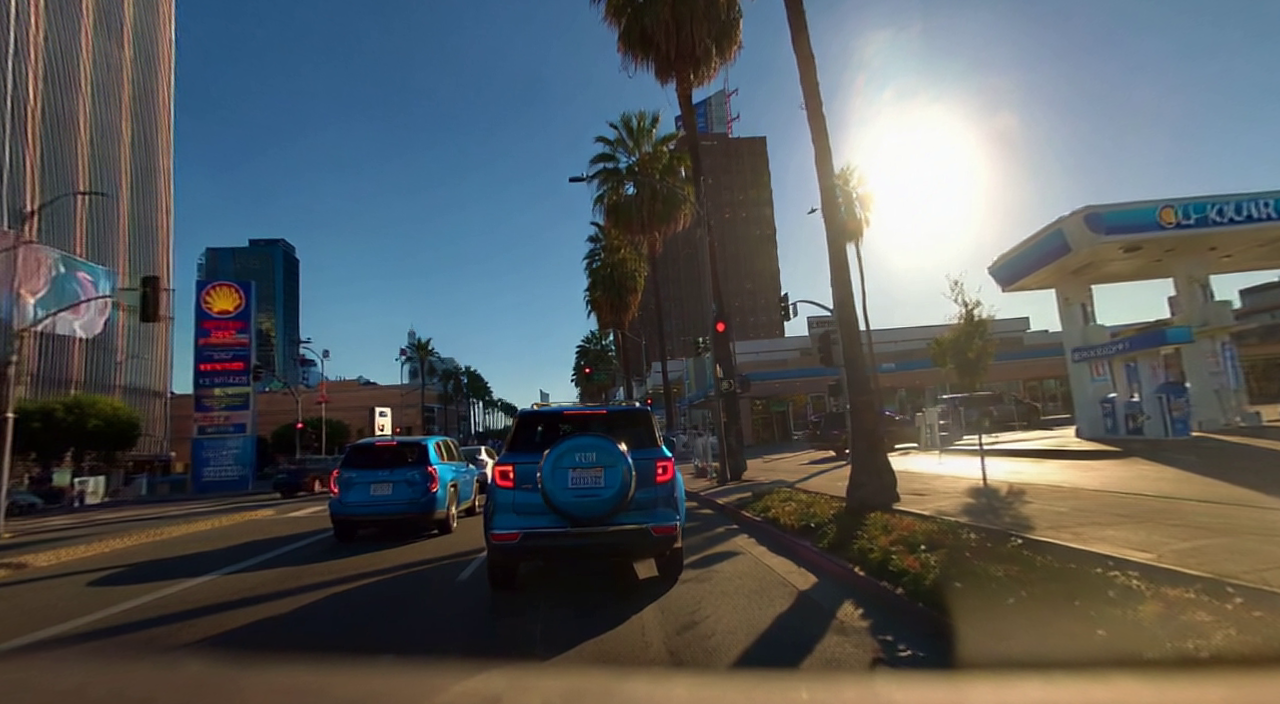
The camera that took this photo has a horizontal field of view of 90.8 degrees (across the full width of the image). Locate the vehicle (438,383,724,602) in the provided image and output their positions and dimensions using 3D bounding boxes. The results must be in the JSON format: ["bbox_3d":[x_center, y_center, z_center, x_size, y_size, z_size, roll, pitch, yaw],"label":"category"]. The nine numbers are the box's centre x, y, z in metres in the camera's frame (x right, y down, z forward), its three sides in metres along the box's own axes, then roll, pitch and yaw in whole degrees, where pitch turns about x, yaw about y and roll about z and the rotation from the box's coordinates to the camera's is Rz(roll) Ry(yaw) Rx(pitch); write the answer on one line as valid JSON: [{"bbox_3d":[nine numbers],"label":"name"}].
[{"bbox_3d":[-0.677,1.588,8.105,2.519,1.913,4.819,0,-8,-4],"label":"vehicle"}]

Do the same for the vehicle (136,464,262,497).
[{"bbox_3d":[-24.532,7.175,35.354,5.241,1.634,2.284,1,-8,-7],"label":"vehicle"}]

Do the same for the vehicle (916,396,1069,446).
[{"bbox_3d":[14.642,2.917,26.458,5.033,1.999,2.259,0,-8,-3],"label":"vehicle"}]

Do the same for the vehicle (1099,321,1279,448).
[{"bbox_3d":[10.281,0.619,10.013,4.420,1.766,2.104,1,-8,-6],"label":"vehicle"}]

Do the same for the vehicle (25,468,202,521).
[{"bbox_3d":[-19.101,5.138,23.066,4.660,1.708,2.331,-2,-8,9],"label":"vehicle"}]

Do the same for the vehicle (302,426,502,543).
[{"bbox_3d":[-4.050,2.313,11.860,2.097,1.692,5.030,0,-8,-4],"label":"vehicle"}]

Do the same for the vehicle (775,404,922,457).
[{"bbox_3d":[8.531,3.270,26.158,5.307,2.076,2.122,1,-8,-6],"label":"vehicle"}]
